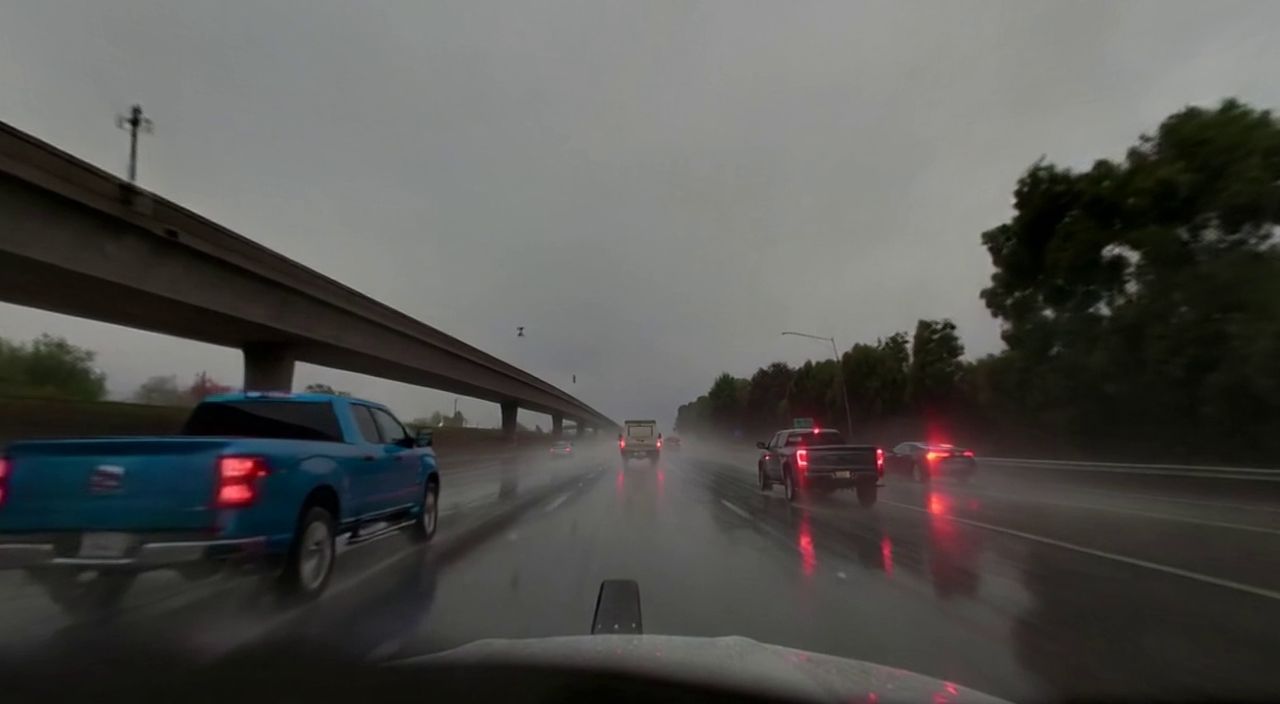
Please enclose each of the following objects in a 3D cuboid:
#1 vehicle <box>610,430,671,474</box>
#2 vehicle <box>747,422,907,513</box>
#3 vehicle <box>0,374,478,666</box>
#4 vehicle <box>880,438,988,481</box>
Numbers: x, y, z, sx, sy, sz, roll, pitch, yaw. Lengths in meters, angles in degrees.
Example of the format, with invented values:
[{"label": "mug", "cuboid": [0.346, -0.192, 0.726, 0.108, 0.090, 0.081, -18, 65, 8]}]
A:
[{"label": "vehicle", "cuboid": [0.039, 4.651, 29.614, 2.572, 1.837, 5.693, 0, -9, 0]}, {"label": "vehicle", "cuboid": [3.784, 2.419, 13.661, 2.119, 1.653, 4.000, 0, -9, -1]}, {"label": "vehicle", "cuboid": [-3.579, 1.364, 6.306, 2.535, 1.715, 5.030, 0, -9, 1]}, {"label": "vehicle", "cuboid": [10.978, 4.036, 23.972, 1.961, 1.480, 4.331, 0, -9, -1]}]
